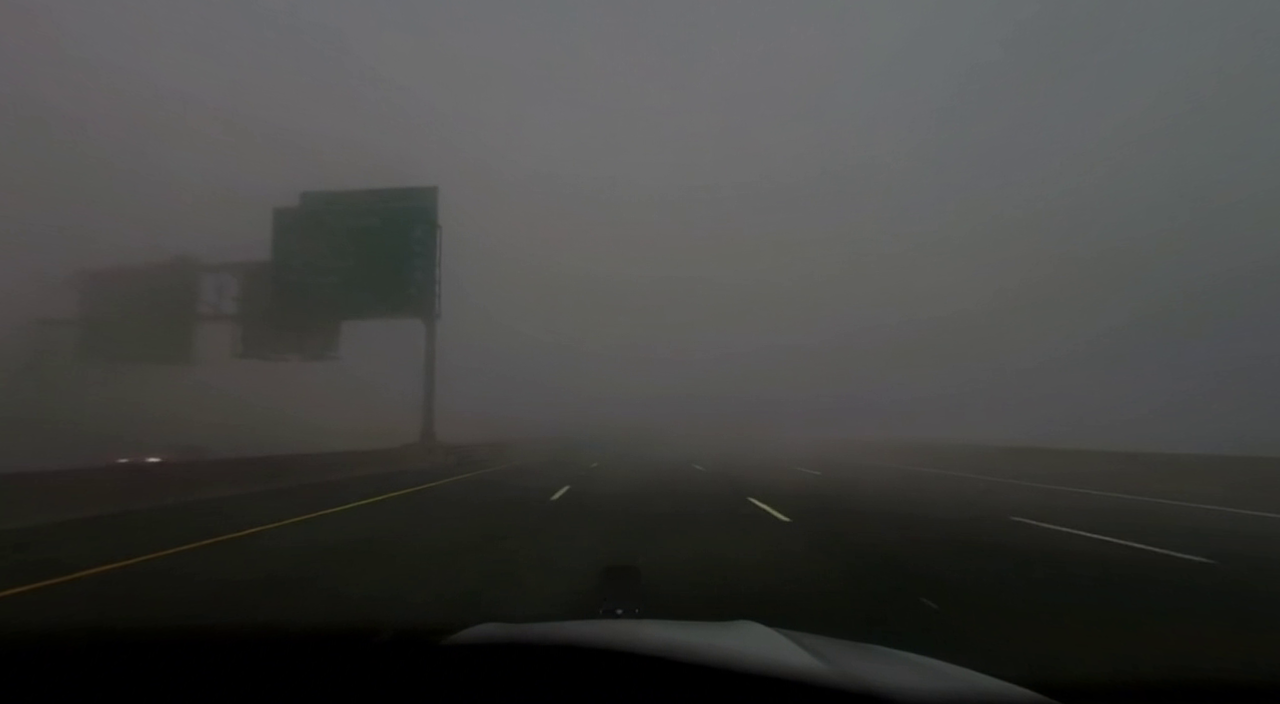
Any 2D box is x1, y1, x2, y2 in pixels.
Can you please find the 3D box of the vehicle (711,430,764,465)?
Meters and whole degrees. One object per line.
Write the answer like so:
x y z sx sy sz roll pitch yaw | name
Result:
4.418 4.364 29.028 1.802 1.492 3.804 0 -8 -1 | vehicle
